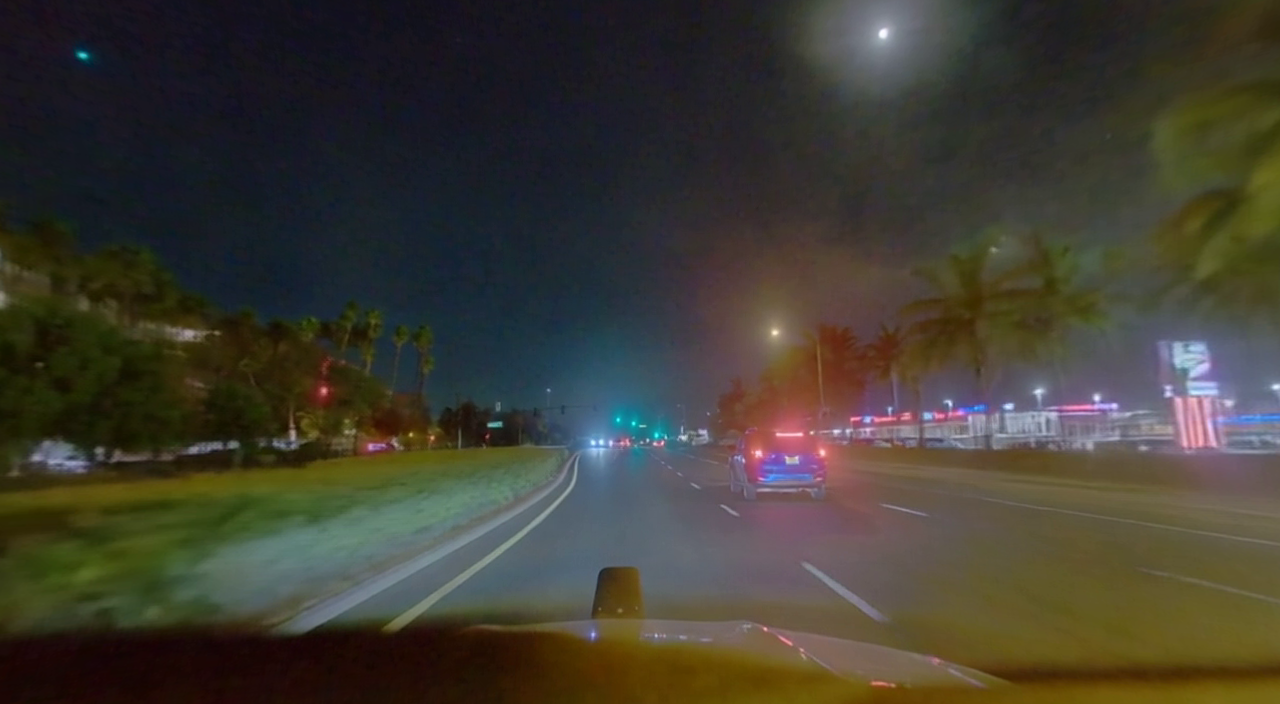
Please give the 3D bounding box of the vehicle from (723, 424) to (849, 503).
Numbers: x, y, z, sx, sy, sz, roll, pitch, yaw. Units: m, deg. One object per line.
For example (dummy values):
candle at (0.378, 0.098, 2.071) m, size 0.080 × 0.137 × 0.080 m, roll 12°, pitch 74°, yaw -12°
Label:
vehicle at (3.464, 2.743, 15.896) m, size 2.072 × 1.696 × 4.177 m, roll 0°, pitch -8°, yaw -1°
